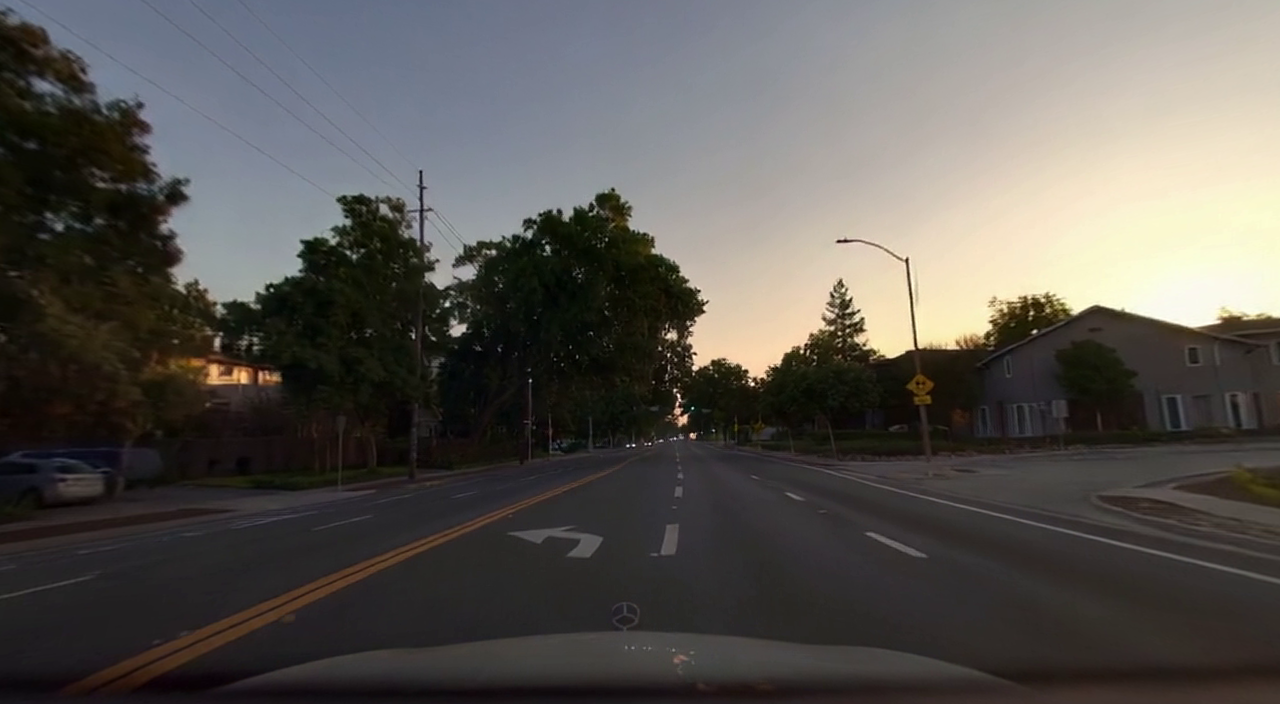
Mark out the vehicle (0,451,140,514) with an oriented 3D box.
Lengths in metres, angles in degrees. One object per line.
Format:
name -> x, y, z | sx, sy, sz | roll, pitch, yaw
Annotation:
vehicle -> -19.143, 4.059, 20.144 | 2.030, 1.759, 4.949 | -1, -8, 5
